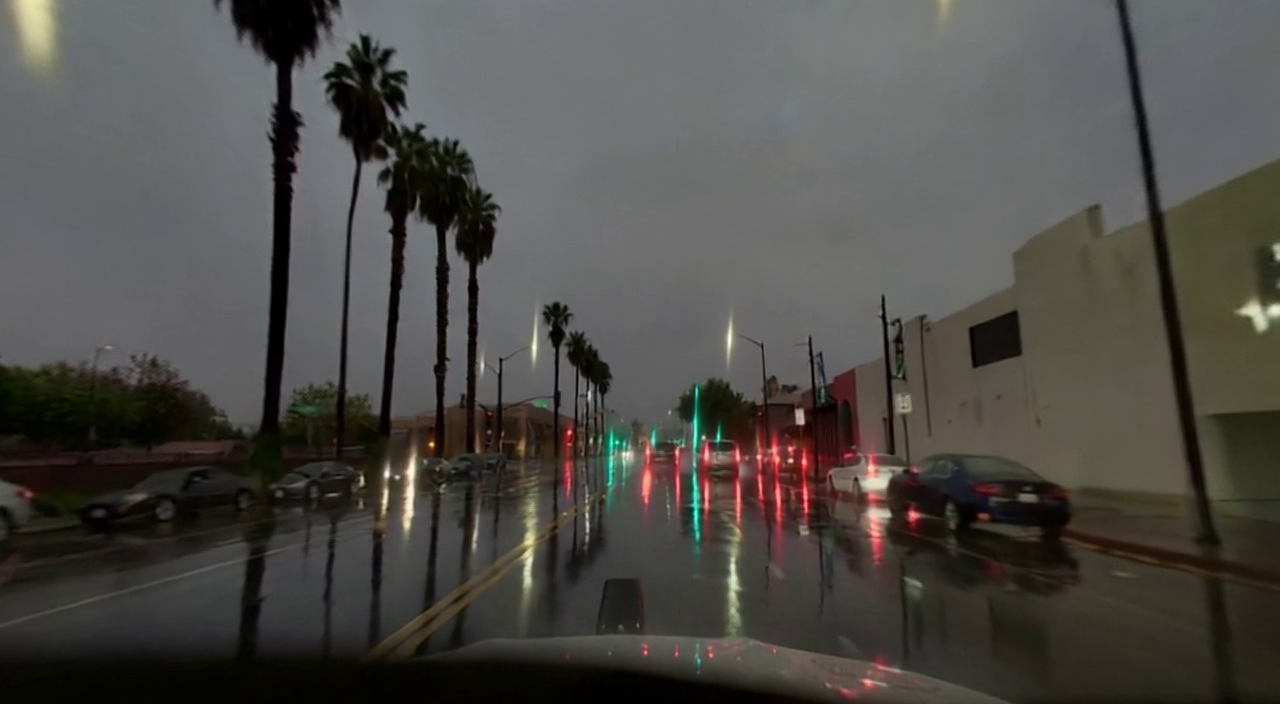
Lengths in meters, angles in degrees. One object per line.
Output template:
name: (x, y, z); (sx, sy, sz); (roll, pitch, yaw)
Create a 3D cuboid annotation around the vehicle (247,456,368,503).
vehicle: (-12.017, 4.600, 23.256); (1.949, 1.470, 4.532); (0, -8, 0)

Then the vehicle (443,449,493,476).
vehicle: (-11.024, 7.183, 40.847); (1.978, 1.501, 4.355); (-3, -11, 1)

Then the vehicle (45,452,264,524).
vehicle: (-12.330, 3.542, 16.585); (1.933, 1.502, 4.649); (-3, -12, 2)

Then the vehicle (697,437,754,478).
vehicle: (3.756, 4.701, 28.496); (2.003, 1.702, 4.288); (0, -8, 1)

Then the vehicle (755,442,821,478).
vehicle: (7.398, 5.429, 32.122); (2.174, 1.643, 4.860); (0, -8, 0)

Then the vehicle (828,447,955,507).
vehicle: (7.088, 3.524, 18.377); (1.932, 1.464, 4.475); (0, -8, 1)

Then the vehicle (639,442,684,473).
vehicle: (1.066, 5.192, 31.338); (2.088, 1.452, 3.993); (0, -8, 2)

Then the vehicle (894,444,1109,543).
vehicle: (6.695, 2.597, 12.370); (1.914, 1.560, 4.278); (-1, -8, 4)

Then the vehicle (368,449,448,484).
vehicle: (-11.465, 5.779, 31.564); (2.188, 1.490, 4.511); (-3, -12, 2)

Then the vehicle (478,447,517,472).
vehicle: (-10.853, 8.260, 48.343); (1.949, 1.682, 4.094); (-3, -11, 2)
